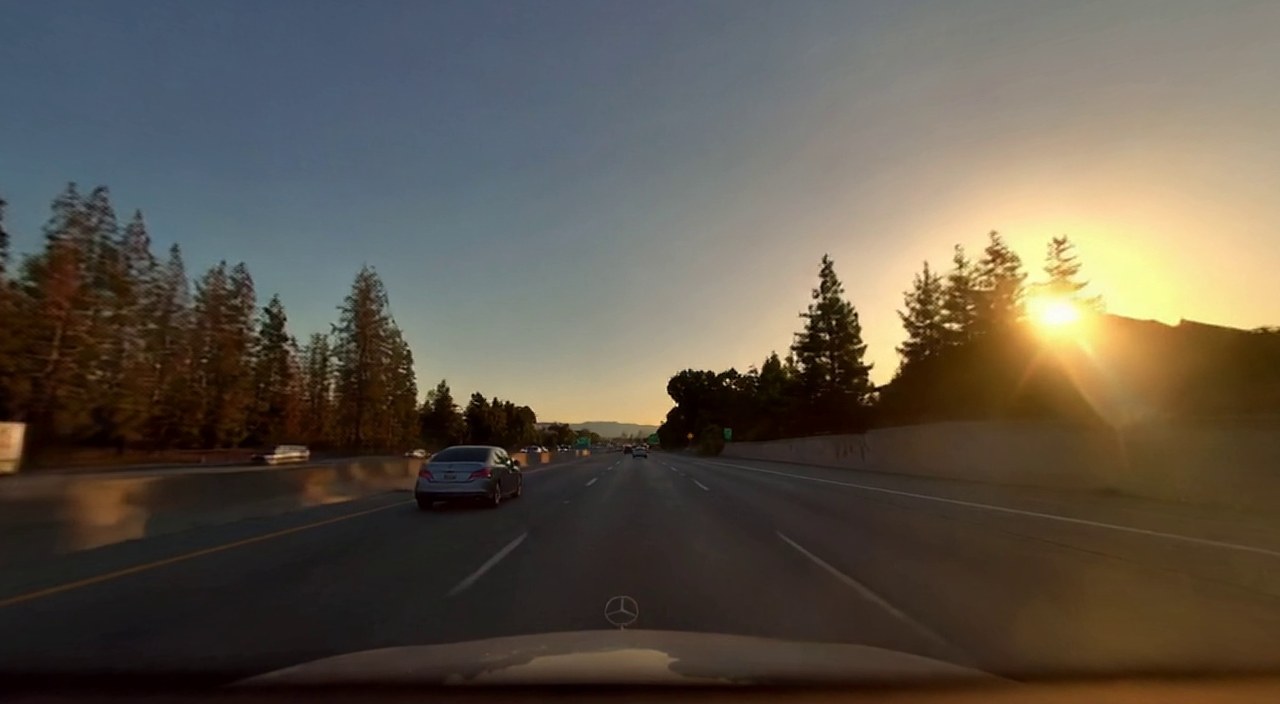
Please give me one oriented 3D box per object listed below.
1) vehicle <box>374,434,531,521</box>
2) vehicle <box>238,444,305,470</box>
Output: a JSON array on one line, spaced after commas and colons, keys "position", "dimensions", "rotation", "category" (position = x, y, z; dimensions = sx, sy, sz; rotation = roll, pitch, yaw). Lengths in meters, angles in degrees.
[{"position": [-3.759, 2.586, 13.604], "dimensions": [2.050, 1.547, 4.266], "rotation": [0, -8, 0], "category": "vehicle"}, {"position": [-28.473, 8.129, 49.017], "dimensions": [2.147, 1.897, 5.048], "rotation": [0, -8, 0], "category": "vehicle"}]
